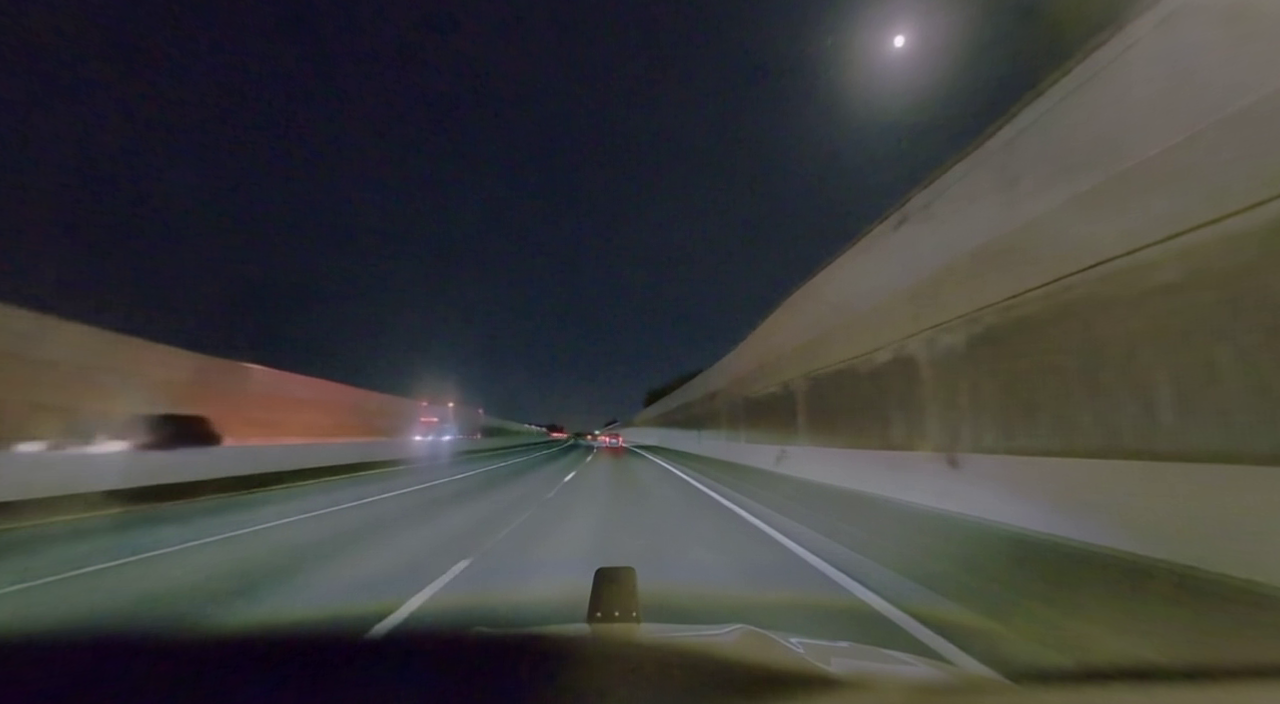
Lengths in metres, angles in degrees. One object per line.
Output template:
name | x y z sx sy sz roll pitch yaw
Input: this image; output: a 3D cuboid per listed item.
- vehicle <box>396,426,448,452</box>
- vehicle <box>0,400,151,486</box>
vehicle | -13.457 5.409 39.171 1.918 1.510 4.178 0 -8 -2
vehicle | -12.604 1.840 12.809 1.939 1.547 4.294 0 -8 -1
